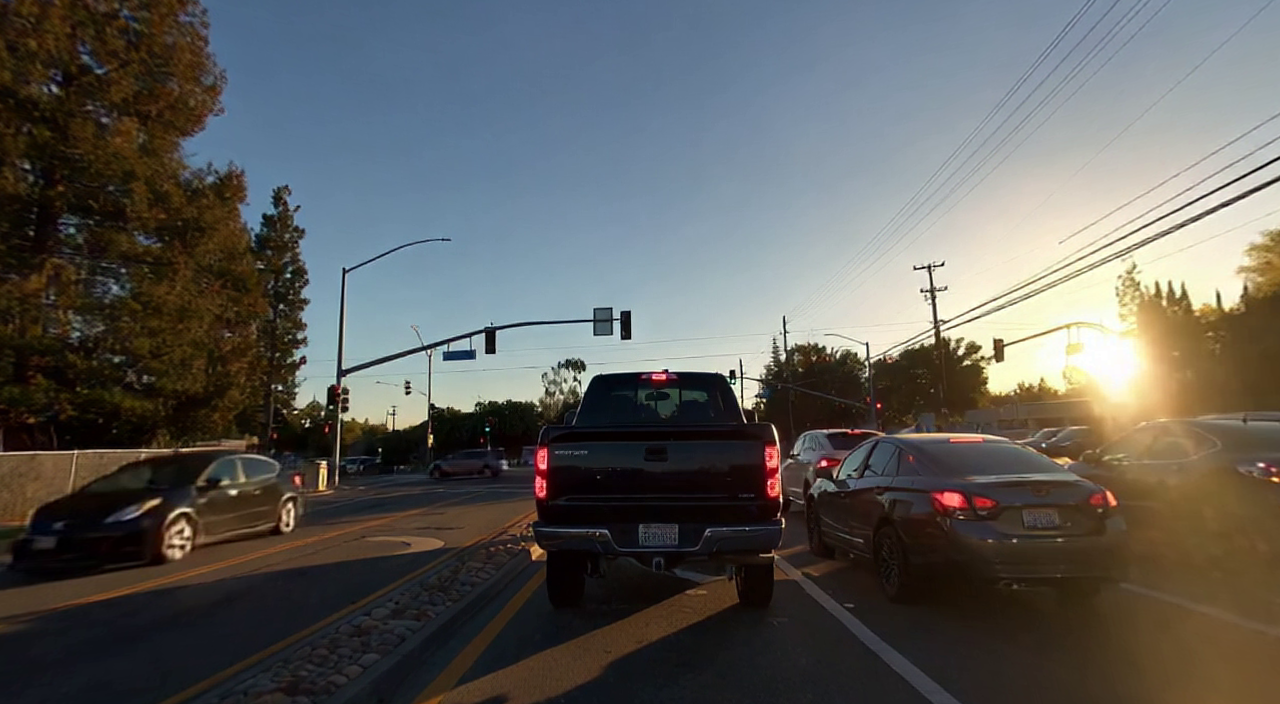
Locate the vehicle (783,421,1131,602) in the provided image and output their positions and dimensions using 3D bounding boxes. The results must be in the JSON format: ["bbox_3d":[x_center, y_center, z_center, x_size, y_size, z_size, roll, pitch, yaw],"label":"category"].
[{"bbox_3d":[3.118,1.638,7.371,1.993,1.495,4.060,0,-8,1],"label":"vehicle"}]

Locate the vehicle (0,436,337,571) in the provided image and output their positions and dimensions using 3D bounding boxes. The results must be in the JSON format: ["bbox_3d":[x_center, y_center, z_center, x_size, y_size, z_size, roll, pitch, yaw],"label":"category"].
[{"bbox_3d":[-7.374,2.276,10.379,2.369,1.690,4.529,0,-8,2],"label":"vehicle"}]

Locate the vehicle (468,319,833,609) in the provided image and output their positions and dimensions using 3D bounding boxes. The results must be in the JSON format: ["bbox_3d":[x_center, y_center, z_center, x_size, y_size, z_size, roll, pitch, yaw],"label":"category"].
[{"bbox_3d":[0.117,1.307,8.094,2.831,2.284,6.149,0,-8,1],"label":"vehicle"}]

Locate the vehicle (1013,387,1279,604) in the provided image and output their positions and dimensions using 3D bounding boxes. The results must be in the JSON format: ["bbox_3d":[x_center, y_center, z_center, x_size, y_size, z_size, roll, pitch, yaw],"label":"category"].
[{"bbox_3d":[6.156,1.363,6.469,1.982,1.727,4.352,0,-8,1],"label":"vehicle"}]
